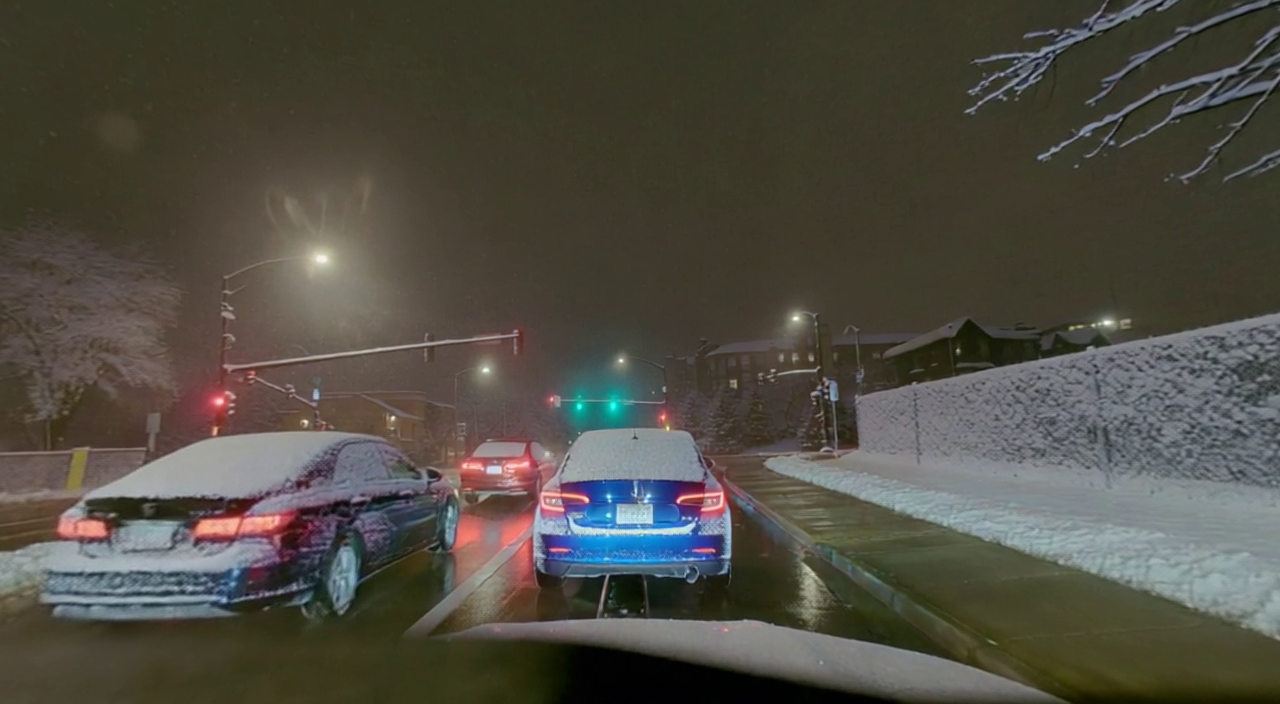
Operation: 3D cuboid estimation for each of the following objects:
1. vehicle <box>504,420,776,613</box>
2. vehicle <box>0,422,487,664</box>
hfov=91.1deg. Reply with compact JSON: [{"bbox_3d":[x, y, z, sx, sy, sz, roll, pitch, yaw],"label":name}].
[{"bbox_3d":[-0.003,1.613,7.080,2.144,1.514,4.063,0,-9,0],"label":"vehicle"},{"bbox_3d":[-3.159,1.537,6.280,1.971,1.488,4.581,0,-9,2],"label":"vehicle"}]
